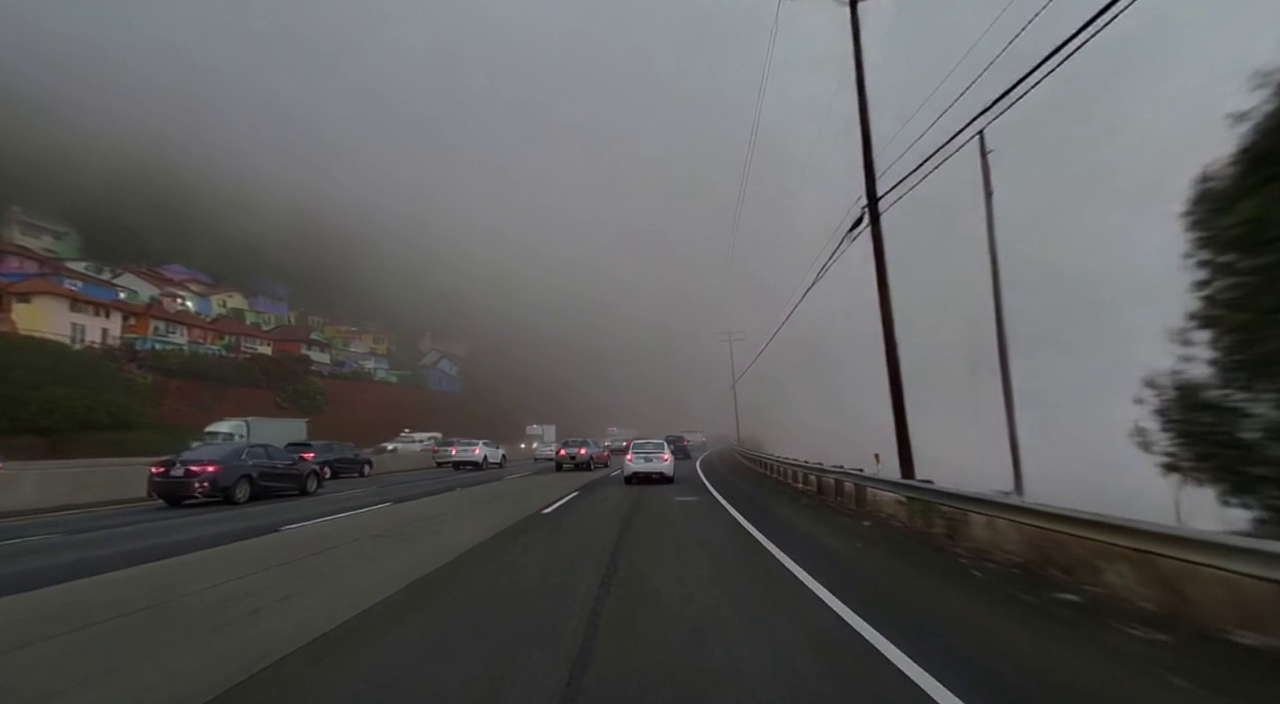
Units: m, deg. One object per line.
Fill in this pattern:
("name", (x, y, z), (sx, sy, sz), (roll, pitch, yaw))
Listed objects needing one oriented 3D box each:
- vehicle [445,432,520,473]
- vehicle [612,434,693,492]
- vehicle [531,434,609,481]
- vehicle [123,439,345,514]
("vehicle", (-7.636, 4.939, 31.165), (2.080, 1.833, 4.461), (-1, -8, 7))
("vehicle", (0.455, 3.159, 18.318), (2.109, 1.495, 3.935), (-1, -8, 4))
("vehicle", (-2.604, 4.054, 24.538), (2.121, 1.639, 4.383), (-1, -8, 6))
("vehicle", (-9.177, 2.812, 14.850), (1.959, 1.469, 4.450), (-1, -8, 5))
